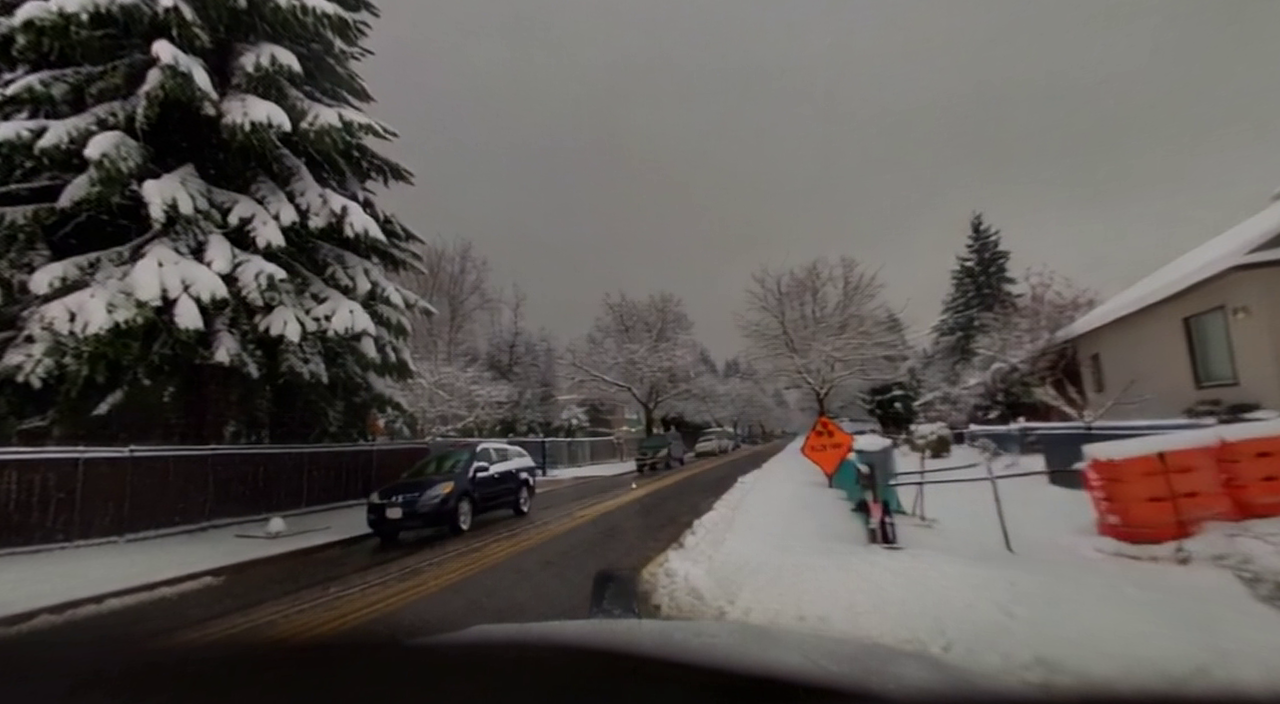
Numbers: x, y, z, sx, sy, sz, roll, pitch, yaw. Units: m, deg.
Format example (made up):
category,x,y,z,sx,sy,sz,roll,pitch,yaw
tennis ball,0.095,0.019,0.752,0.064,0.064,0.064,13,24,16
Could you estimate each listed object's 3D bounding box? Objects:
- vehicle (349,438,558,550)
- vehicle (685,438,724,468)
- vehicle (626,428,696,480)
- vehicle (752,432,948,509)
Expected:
category,x,y,z,sx,sy,sz,roll,pitch,yaw
vehicle,-3.243,2.501,11.963,1.899,1.524,4.082,1,-6,14
vehicle,4.038,6.171,38.792,1.765,1.493,4.130,0,-6,14
vehicle,1.060,4.483,28.335,2.042,1.937,4.960,1,-5,15
vehicle,4.654,2.503,13.872,4.070,1.436,1.827,4,-9,-31
